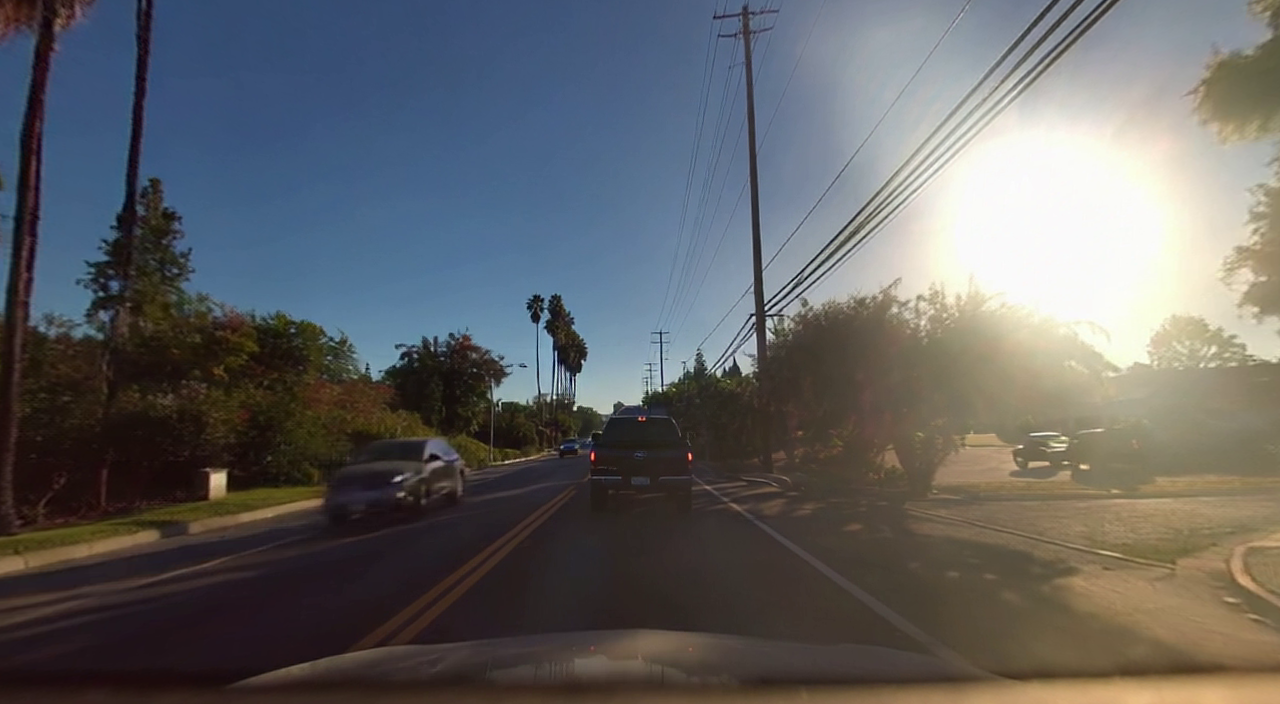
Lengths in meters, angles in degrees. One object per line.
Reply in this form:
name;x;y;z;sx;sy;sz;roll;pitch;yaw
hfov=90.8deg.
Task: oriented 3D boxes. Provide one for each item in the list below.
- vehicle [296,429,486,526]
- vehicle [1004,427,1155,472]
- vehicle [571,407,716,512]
vehicle;-4.779;2.466;13.014;2.159;1.627;4.505;0;-8;-1
vehicle;20.326;4.564;29.720;2.277;1.836;6.267;0;-9;-4
vehicle;0.020;2.557;15.459;2.848;2.047;5.885;0;-8;-1
